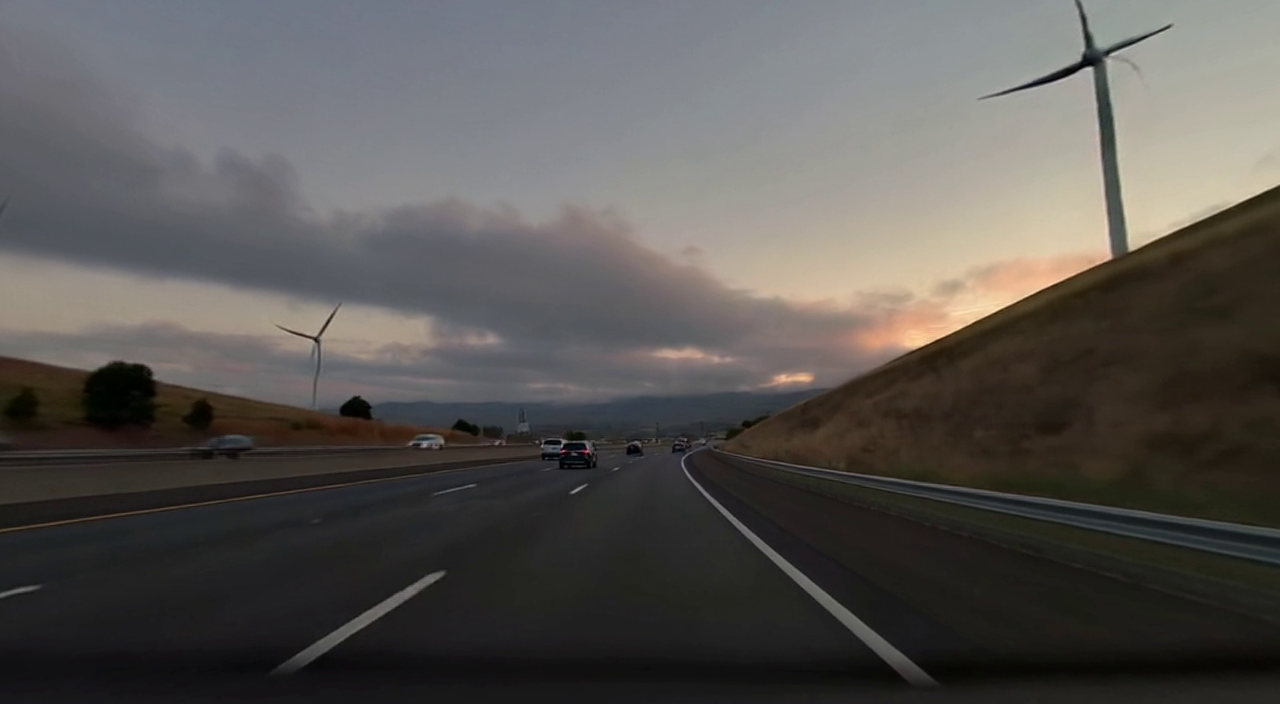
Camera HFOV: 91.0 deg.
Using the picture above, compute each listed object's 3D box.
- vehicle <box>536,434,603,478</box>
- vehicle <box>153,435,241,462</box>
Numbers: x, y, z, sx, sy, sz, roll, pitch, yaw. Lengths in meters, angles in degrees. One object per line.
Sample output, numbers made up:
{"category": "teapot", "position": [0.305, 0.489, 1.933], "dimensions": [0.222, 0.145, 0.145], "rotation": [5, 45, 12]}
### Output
{"category": "vehicle", "position": [-2.881, 4.377, 26.747], "dimensions": [2.118, 1.702, 4.355], "rotation": [0, -9, 3]}
{"category": "vehicle", "position": [-27.671, 6.053, 39.566], "dimensions": [1.944, 1.557, 4.708], "rotation": [0, -9, 3]}
